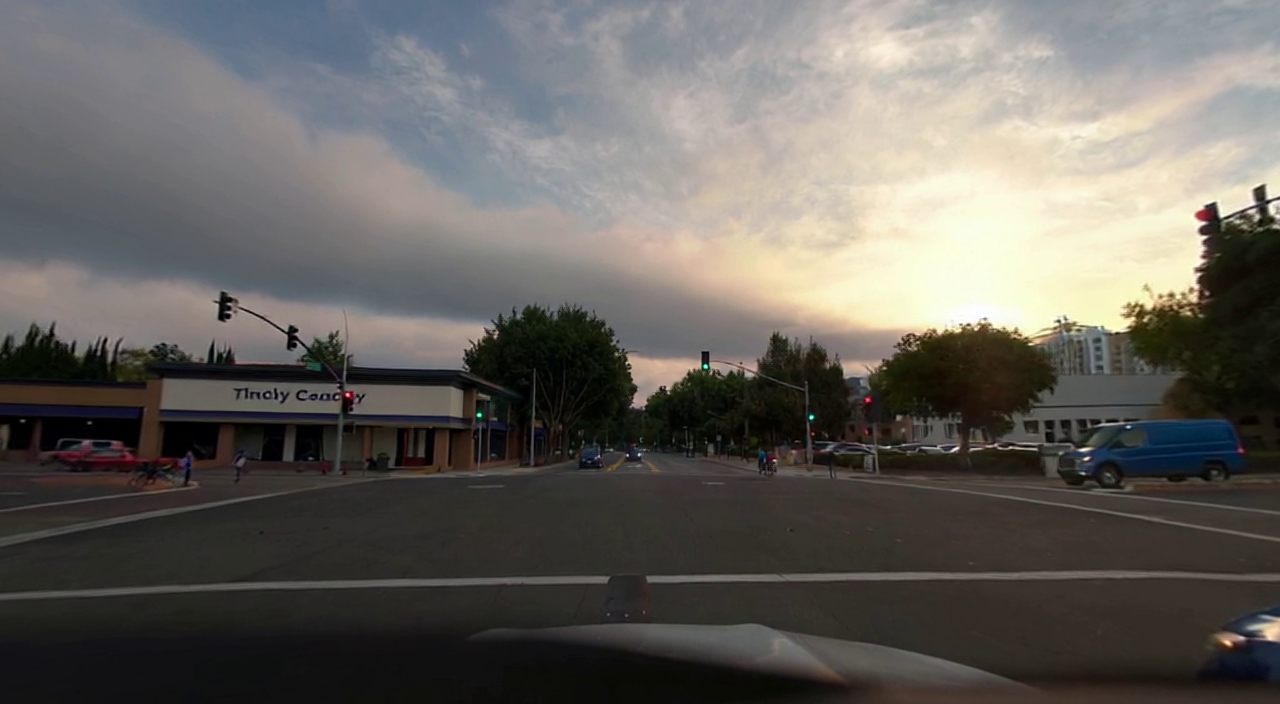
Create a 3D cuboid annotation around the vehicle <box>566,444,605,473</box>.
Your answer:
[{"bbox_3d":[-3.198,6.376,37.914,1.961,1.658,4.064,0,-8,0],"label":"vehicle"}]

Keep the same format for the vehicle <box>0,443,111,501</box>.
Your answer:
[{"bbox_3d":[-18.021,3.306,17.669,4.686,1.500,1.935,0,-8,2],"label":"vehicle"}]

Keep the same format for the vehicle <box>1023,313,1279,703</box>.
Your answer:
[{"bbox_3d":[2.880,0.577,0.619,2.048,1.725,4.754,0,-8,1],"label":"vehicle"}]

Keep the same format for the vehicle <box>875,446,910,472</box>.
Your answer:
[{"bbox_3d":[15.896,6.694,39.676,1.875,1.543,3.853,-3,-9,21],"label":"vehicle"}]

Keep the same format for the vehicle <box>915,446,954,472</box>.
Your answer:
[{"bbox_3d":[18.274,6.623,39.220,1.791,1.520,3.649,-3,-9,20],"label":"vehicle"}]

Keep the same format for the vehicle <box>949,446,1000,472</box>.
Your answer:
[{"bbox_3d":[20.565,6.575,38.918,2.066,1.488,4.158,-3,-9,19],"label":"vehicle"}]

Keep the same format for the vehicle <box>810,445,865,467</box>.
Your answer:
[{"bbox_3d":[15.081,7.945,48.371,1.924,1.579,4.084,3,-9,-18],"label":"vehicle"}]
